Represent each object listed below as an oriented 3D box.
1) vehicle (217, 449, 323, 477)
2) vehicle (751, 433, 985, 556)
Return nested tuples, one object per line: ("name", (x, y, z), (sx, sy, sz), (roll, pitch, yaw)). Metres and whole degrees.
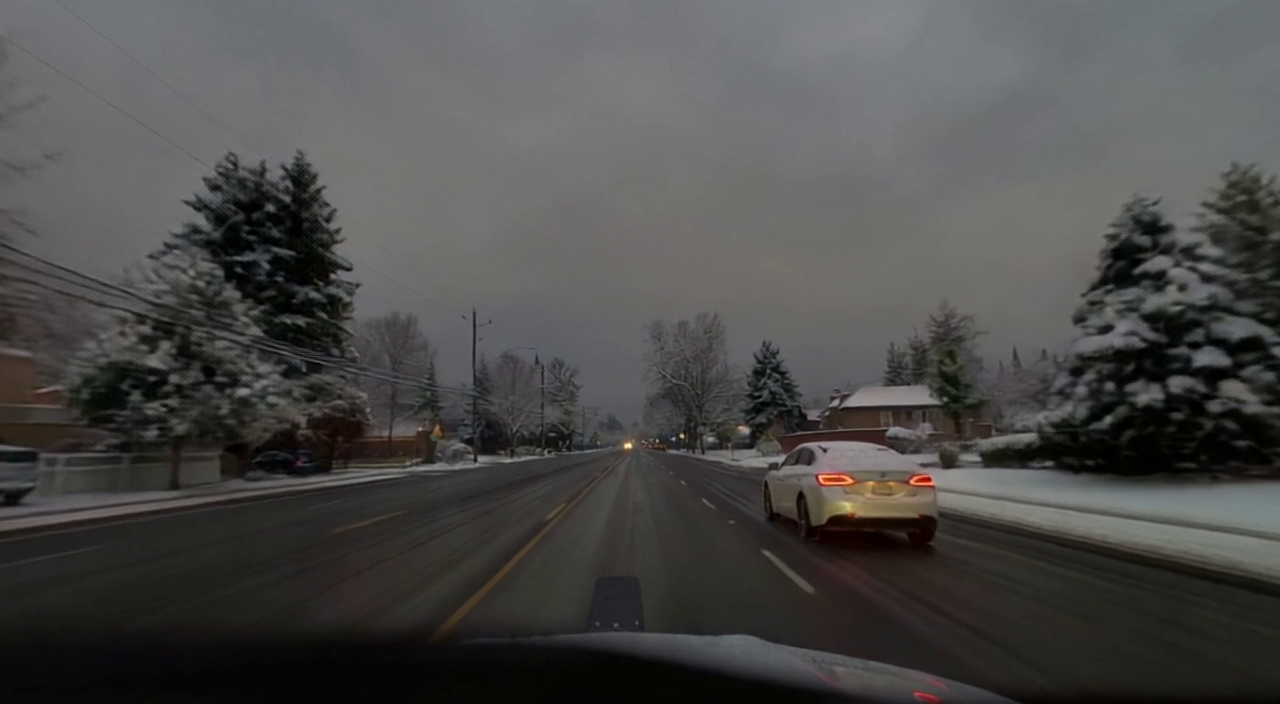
("vehicle", (-20.566, 6.160, 35.254), (4.689, 1.466, 1.969), (0, -9, 0))
("vehicle", (3.182, 2.079, 9.939), (2.057, 1.493, 4.225), (0, -9, -1))
